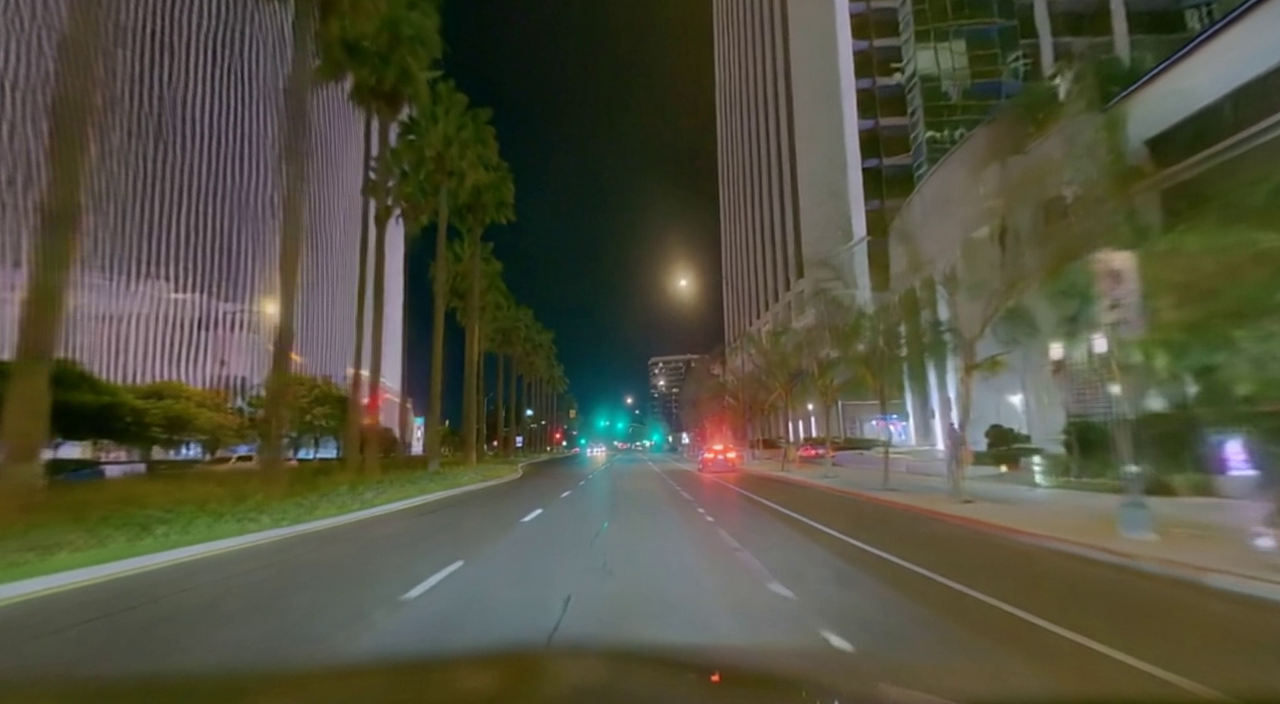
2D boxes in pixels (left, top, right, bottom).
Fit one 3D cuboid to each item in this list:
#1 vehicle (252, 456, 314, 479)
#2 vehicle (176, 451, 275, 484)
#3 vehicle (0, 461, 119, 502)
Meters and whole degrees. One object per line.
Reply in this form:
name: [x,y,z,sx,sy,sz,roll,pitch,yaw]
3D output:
vehicle: [-24.579,7.920,43.655,1.751,1.424,4.506,0,-8,-1]
vehicle: [-24.924,6.933,38.320,2.062,1.765,5.897,0,-9,-1]
vehicle: [-24.820,5.380,26.633,2.080,1.457,4.424,0,-9,-3]
